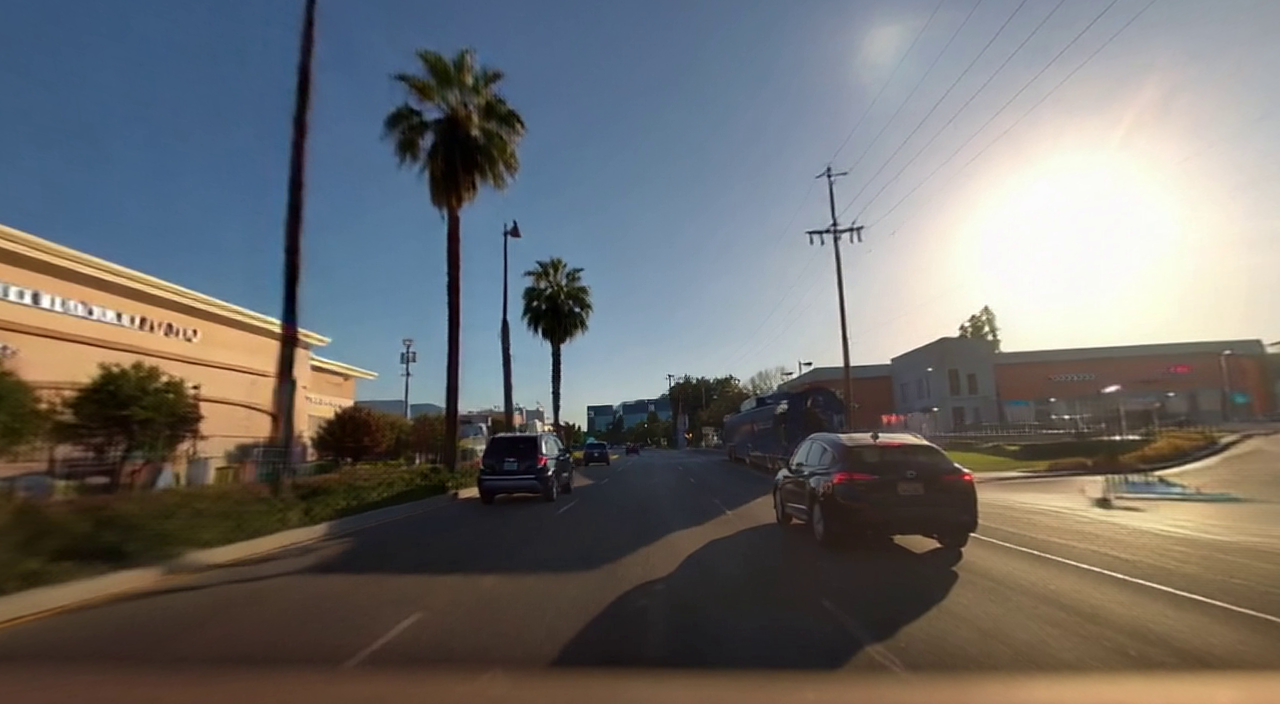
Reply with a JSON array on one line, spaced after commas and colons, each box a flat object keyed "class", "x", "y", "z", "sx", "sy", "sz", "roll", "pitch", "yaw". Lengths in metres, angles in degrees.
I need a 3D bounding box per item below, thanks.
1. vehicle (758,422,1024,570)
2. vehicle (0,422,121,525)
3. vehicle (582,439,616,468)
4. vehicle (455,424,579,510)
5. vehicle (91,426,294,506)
[{"class": "vehicle", "x": 2.996, "y": 1.800, "z": 8.667, "sx": 1.946, "sy": 1.513, "sz": 4.133, "roll": 0, "pitch": -8, "yaw": 0}, {"class": "vehicle", "x": -21.675, "y": 3.879, "z": 20.137, "sx": 2.989, "sy": 3.225, "sz": 8.285, "roll": 0, "pitch": -8, "yaw": 1}, {"class": "vehicle", "x": -2.621, "y": 6.642, "z": 41.333, "sx": 1.998, "sy": 1.743, "sz": 4.402, "roll": 0, "pitch": -8, "yaw": -1}, {"class": "vehicle", "x": -2.824, "y": 2.770, "z": 15.596, "sx": 2.058, "sy": 1.804, "sz": 4.391, "roll": -1, "pitch": -8, "yaw": 2}, {"class": "vehicle", "x": -21.419, "y": 5.488, "z": 31.243, "sx": 3.030, "sy": 3.354, "sz": 9.135, "roll": -1, "pitch": -8, "yaw": 2}]
